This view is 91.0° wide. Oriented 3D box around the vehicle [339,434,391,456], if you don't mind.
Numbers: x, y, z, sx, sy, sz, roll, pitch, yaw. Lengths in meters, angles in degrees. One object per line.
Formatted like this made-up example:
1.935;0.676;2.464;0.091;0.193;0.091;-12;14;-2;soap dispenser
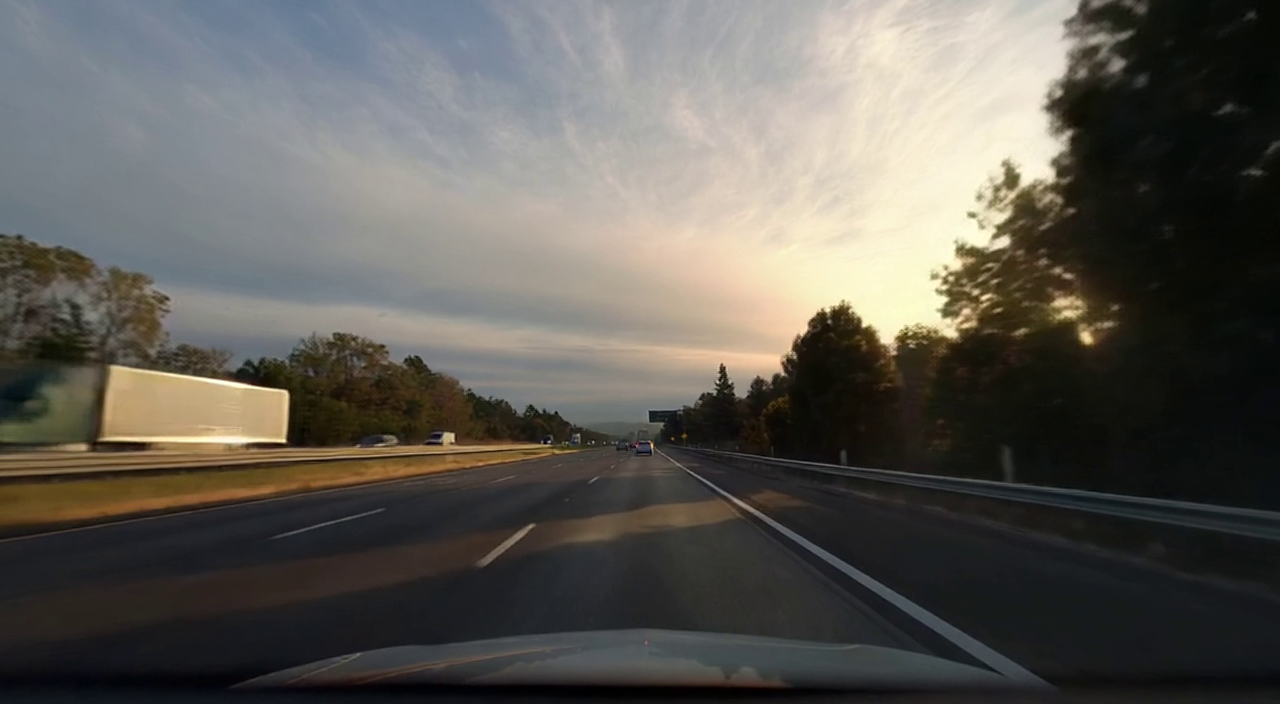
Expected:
-19.931;6.777;45.736;1.811;1.484;4.430;0;-8;0;vehicle

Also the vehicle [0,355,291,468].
-24.106;3.427;31.969;2.942;4.261;16.900;0;-8;0;vehicle
